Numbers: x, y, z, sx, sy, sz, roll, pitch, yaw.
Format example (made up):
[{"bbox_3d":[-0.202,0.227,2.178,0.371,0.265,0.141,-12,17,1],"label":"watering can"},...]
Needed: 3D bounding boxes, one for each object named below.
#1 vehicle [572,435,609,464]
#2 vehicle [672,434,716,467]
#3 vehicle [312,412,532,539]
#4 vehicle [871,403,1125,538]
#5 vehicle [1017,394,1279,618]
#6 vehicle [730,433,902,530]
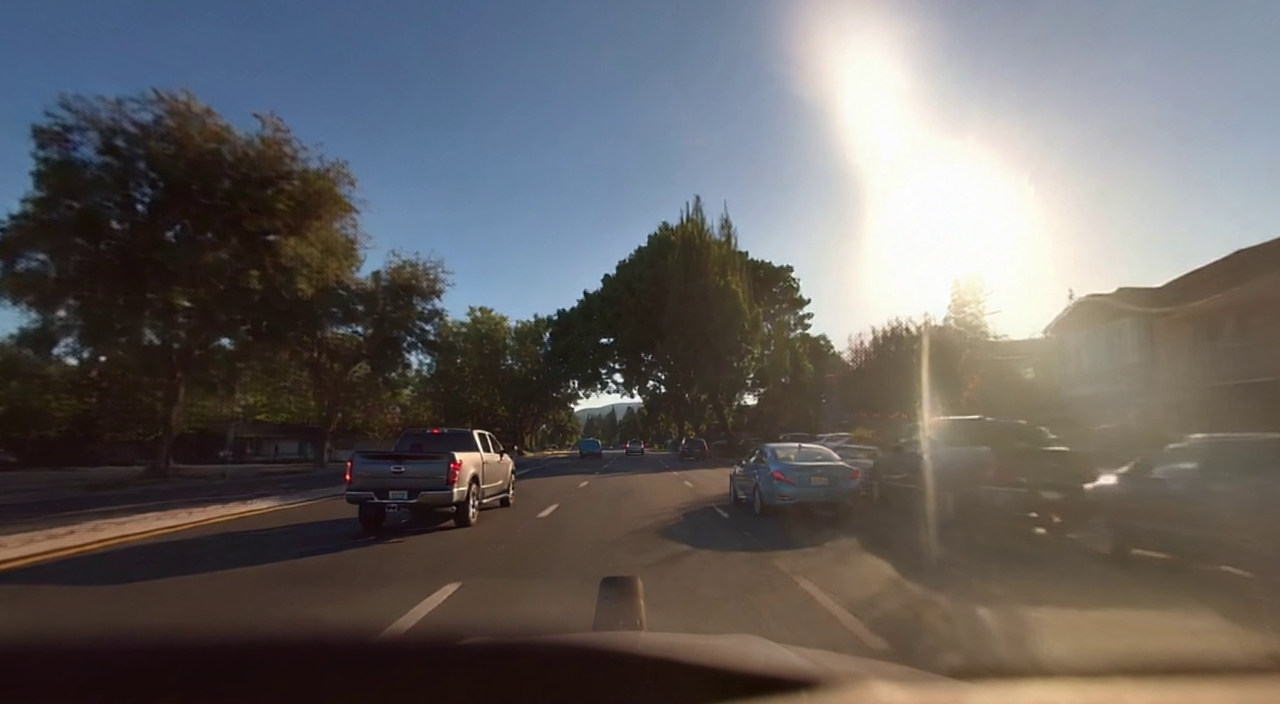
[{"bbox_3d":[-3.385,6.777,44.021,2.218,1.829,4.492,0,-8,0],"label":"vehicle"},{"bbox_3d":[3.162,5.897,37.925,2.099,1.845,4.363,0,-8,-2],"label":"vehicle"},{"bbox_3d":[-3.490,2.109,11.478,2.111,1.745,5.274,0,-8,0],"label":"vehicle"},{"bbox_3d":[6.314,2.144,12.034,2.012,2.032,4.728,0,-8,0],"label":"vehicle"},{"bbox_3d":[6.329,1.441,6.355,2.031,1.837,4.822,0,-8,0],"label":"vehicle"},{"bbox_3d":[2.992,2.289,11.789,1.884,1.463,4.195,0,-8,-2],"label":"vehicle"}]
